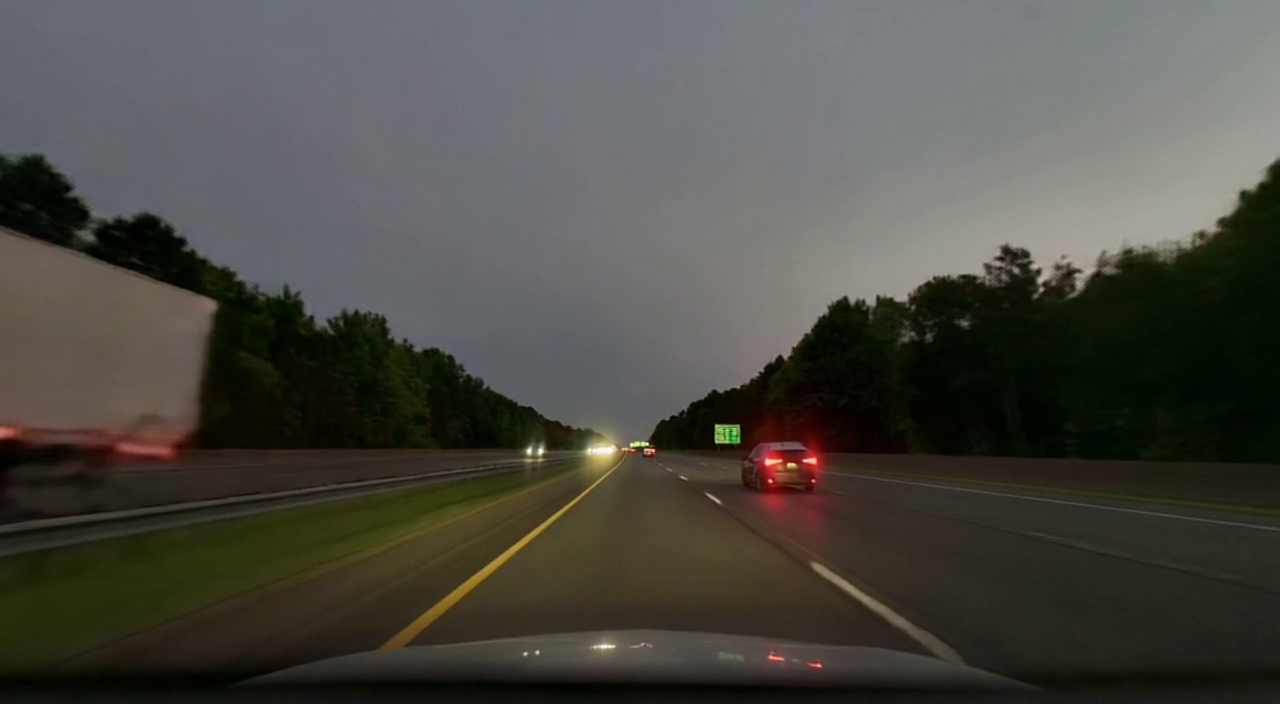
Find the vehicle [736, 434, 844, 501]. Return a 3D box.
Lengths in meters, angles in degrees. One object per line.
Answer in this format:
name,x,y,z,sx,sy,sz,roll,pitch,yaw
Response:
vehicle,4.127,3.240,18.113,1.933,1.663,4.440,0,-9,-1
